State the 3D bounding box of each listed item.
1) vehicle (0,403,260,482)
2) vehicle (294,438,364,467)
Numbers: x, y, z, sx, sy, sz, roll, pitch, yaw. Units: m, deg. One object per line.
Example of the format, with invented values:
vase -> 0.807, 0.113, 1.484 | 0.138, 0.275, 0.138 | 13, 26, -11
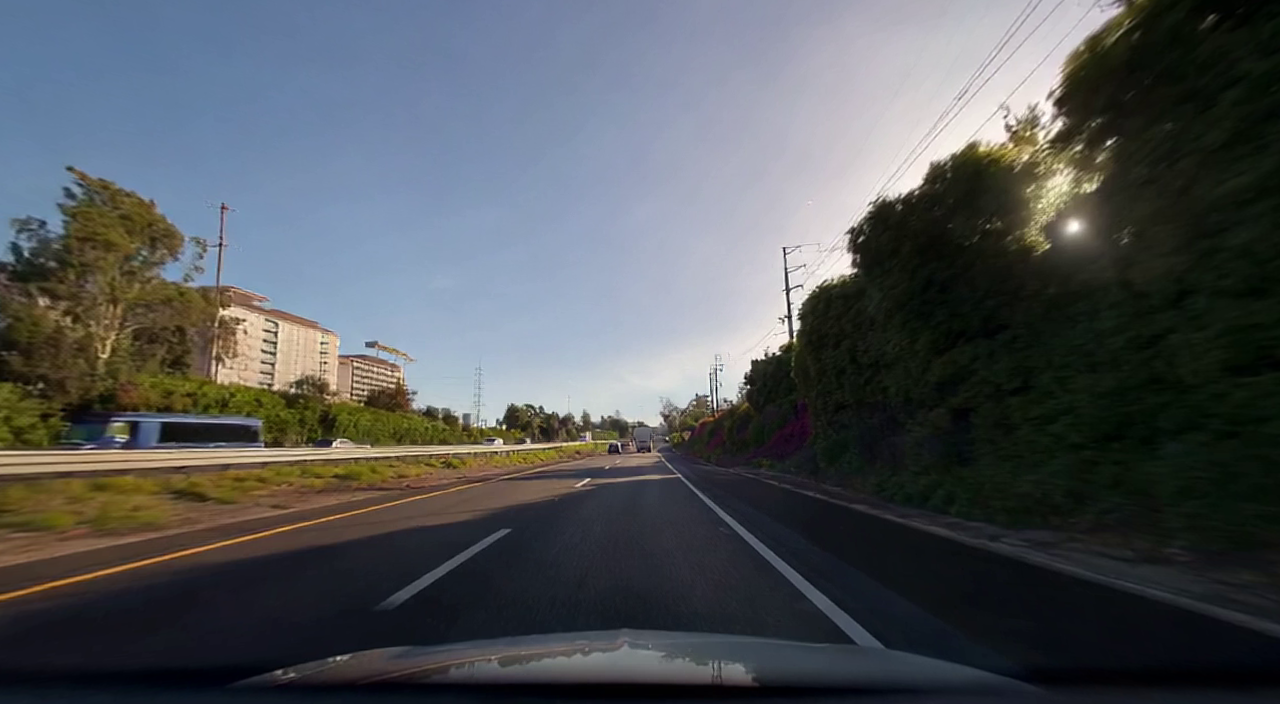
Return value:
vehicle -> -25.291, 4.752, 32.748 | 3.059, 3.310, 12.676 | 0, -9, 0
vehicle -> -20.448, 6.658, 41.701 | 2.122, 1.764, 4.712 | 0, -9, 1
